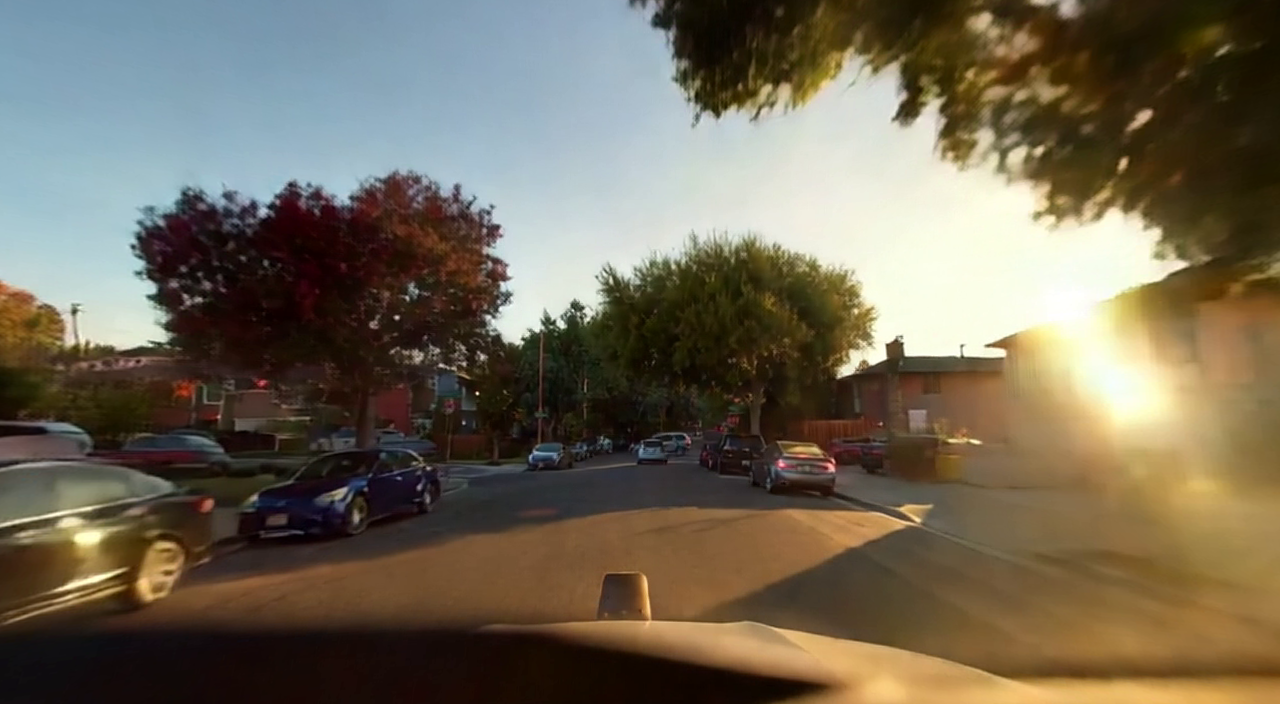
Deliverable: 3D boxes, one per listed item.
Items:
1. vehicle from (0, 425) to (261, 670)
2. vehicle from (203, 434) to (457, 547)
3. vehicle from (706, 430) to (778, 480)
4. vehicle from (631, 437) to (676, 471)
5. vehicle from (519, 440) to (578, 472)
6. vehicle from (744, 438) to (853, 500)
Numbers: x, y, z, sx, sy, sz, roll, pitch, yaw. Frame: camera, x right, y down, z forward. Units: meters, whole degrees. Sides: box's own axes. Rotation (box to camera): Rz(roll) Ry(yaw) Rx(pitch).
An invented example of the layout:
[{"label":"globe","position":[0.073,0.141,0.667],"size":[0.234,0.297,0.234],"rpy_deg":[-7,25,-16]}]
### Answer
[{"label":"vehicle","position":[-4.890,1.257,4.183],"size":[1.876,1.500,4.361],"rpy_deg":[-1,-8,2]},{"label":"vehicle","position":[-4.841,2.199,10.763],"size":[1.909,1.492,4.615],"rpy_deg":[0,-8,1]},{"label":"vehicle","position":[4.017,4.118,25.368],"size":[2.144,1.751,4.472],"rpy_deg":[2,-8,0]},{"label":"vehicle","position":[0.619,4.936,30.505],"size":[2.010,1.499,4.107],"rpy_deg":[0,-9,0]},{"label":"vehicle","position":[-4.394,5.080,30.818],"size":[1.999,1.441,4.628],"rpy_deg":[-1,-8,3]},{"label":"vehicle","position":[4.229,3.181,17.510],"size":[1.876,1.477,4.324],"rpy_deg":[0,-8,0]}]
